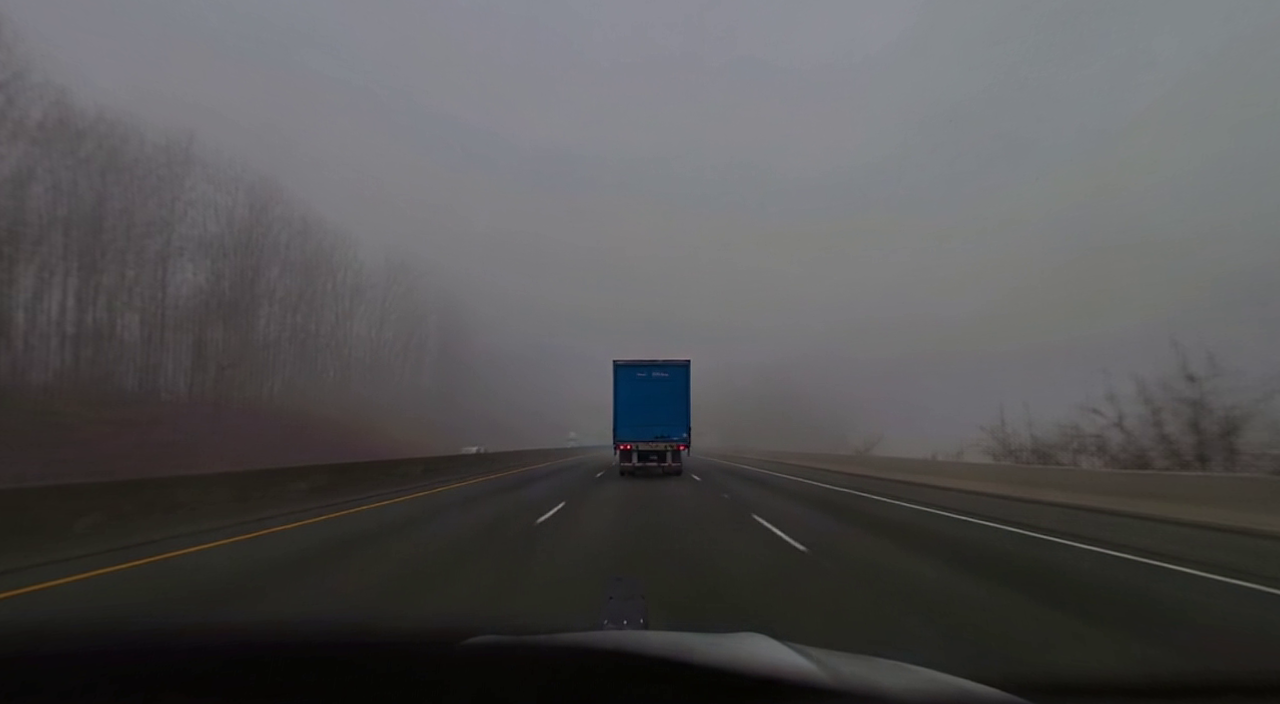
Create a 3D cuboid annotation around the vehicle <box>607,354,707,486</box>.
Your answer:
[{"bbox_3d":[0.514,2.831,24.461,3.010,4.039,10.481,0,-8,0],"label":"vehicle"}]
